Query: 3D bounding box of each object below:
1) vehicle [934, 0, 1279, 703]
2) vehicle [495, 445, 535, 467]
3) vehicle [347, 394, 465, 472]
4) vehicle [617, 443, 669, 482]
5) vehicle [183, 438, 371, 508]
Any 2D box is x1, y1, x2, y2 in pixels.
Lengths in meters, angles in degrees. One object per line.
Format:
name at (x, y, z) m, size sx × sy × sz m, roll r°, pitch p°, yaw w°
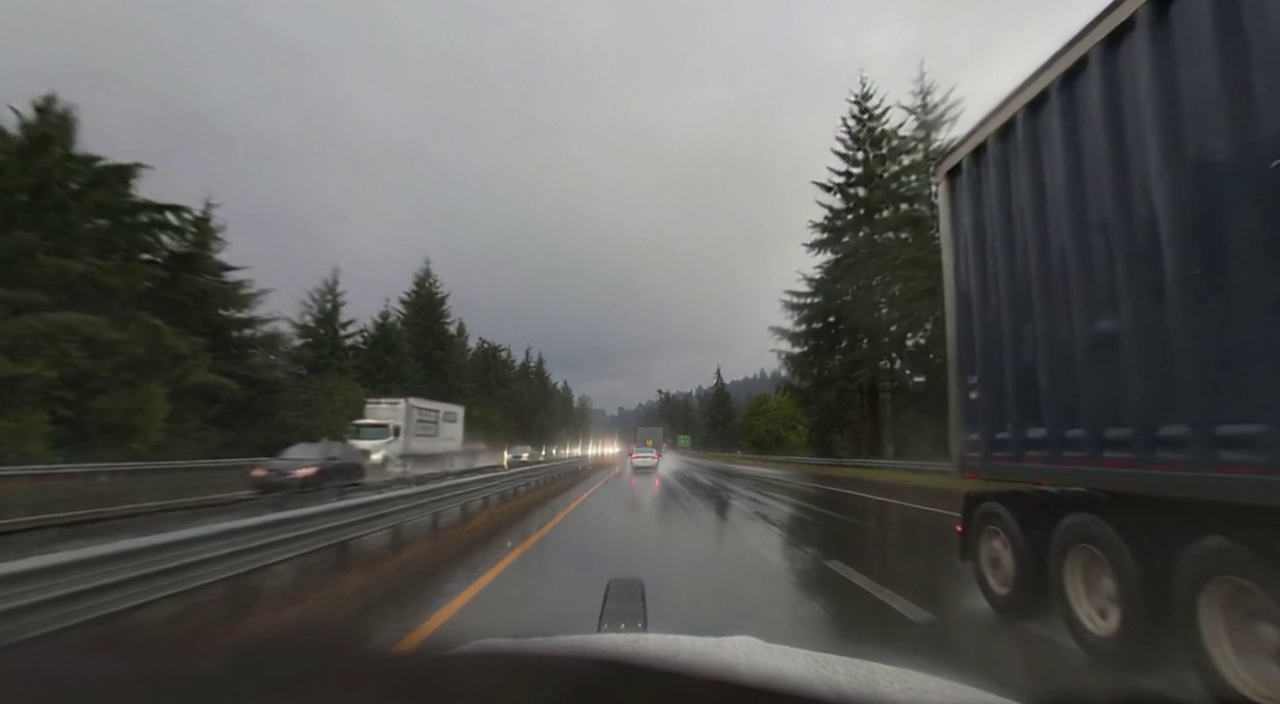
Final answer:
vehicle at (4.388, -0.185, 3.014) m, size 3.010 × 3.911 × 5.858 m, roll 0°, pitch -8°, yaw 0°
vehicle at (-8.609, 7.165, 43.669) m, size 1.851 × 1.457 × 4.155 m, roll 0°, pitch -8°, yaw 0°
vehicle at (-13.408, 4.899, 37.460) m, size 2.977 × 3.982 × 10.269 m, roll 0°, pitch -8°, yaw 0°
vehicle at (0.106, 4.762, 27.458) m, size 2.114 × 1.523 × 4.012 m, roll 0°, pitch -8°, yaw -1°
vehicle at (-8.771, 2.934, 15.856) m, size 1.930 × 1.479 × 4.706 m, roll 0°, pitch -8°, yaw 0°
